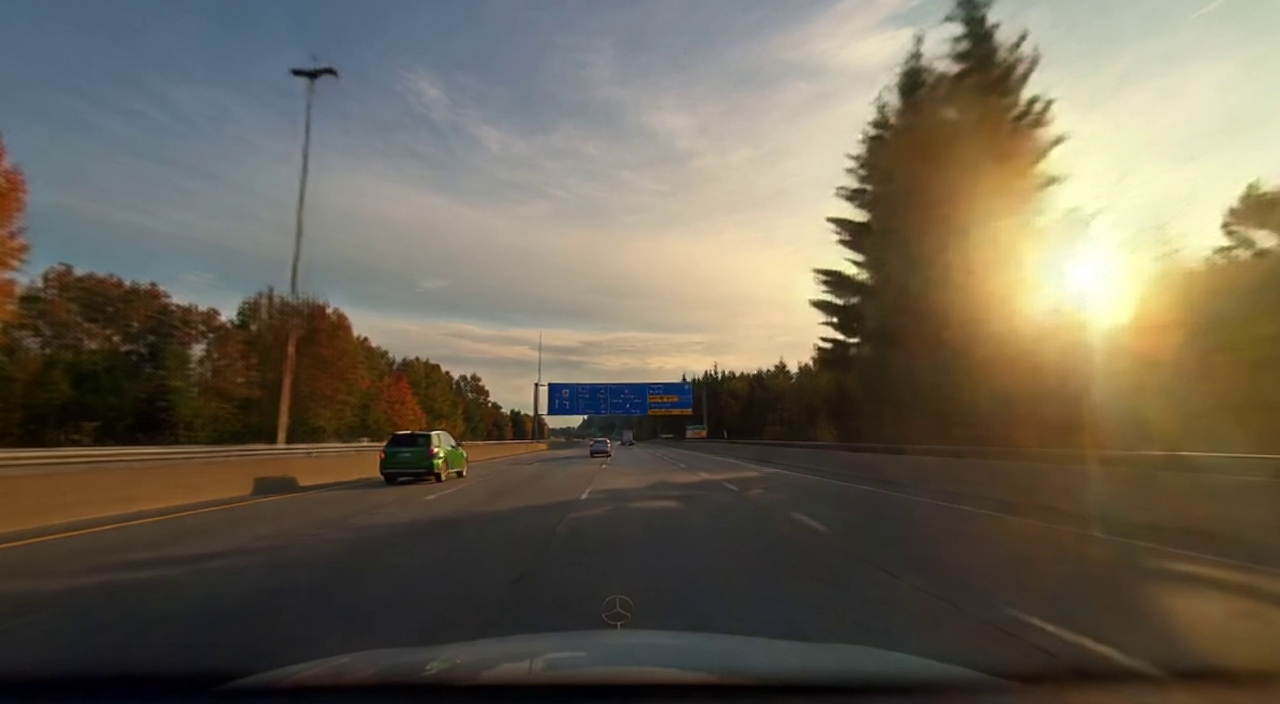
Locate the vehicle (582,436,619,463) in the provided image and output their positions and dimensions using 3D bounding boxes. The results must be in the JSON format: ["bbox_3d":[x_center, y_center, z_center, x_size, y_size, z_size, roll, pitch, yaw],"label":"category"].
[{"bbox_3d":[-2.274,5.723,37.154,2.010,1.534,4.013,0,-8,-1],"label":"vehicle"}]

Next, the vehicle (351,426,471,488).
[{"bbox_3d":[-6.877,3.177,19.489,2.111,1.689,4.505,0,-8,-1],"label":"vehicle"}]
